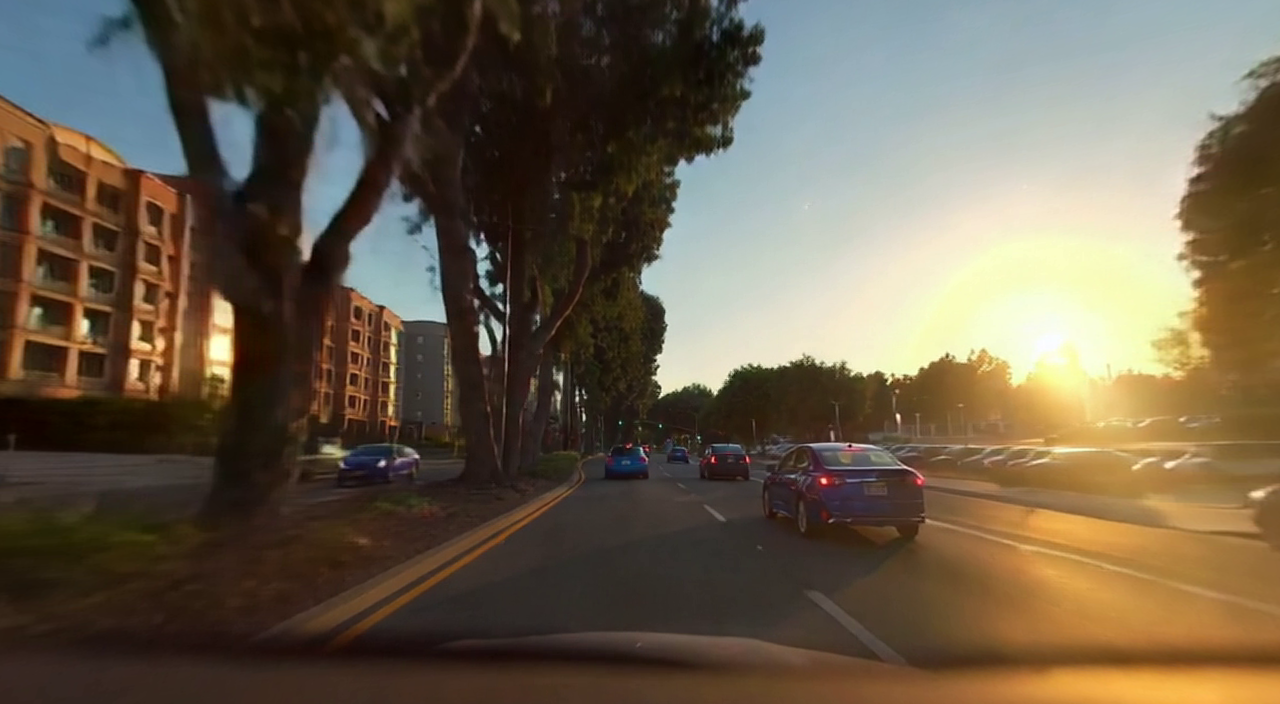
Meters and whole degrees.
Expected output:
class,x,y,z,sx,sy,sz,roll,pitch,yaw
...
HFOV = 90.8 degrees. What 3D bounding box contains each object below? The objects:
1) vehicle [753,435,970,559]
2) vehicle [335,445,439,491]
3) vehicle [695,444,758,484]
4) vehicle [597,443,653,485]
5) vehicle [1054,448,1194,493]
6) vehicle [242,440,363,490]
class,x,y,z,sx,sy,sz,roll,pitch,yaw
vehicle,3.053,2.065,9.676,1.852,1.498,3.825,0,-9,-1
vehicle,-9.038,4.171,23.034,1.943,1.483,4.439,0,-9,0
vehicle,3.403,4.502,25.635,1.908,1.453,4.230,0,-9,-1
vehicle,-0.541,4.304,24.549,1.994,1.479,3.647,0,-9,0
vehicle,17.502,4.240,22.879,4.113,1.492,2.063,3,-9,-21
vehicle,-12.412,4.177,23.651,2.021,1.676,4.547,0,-9,-1
